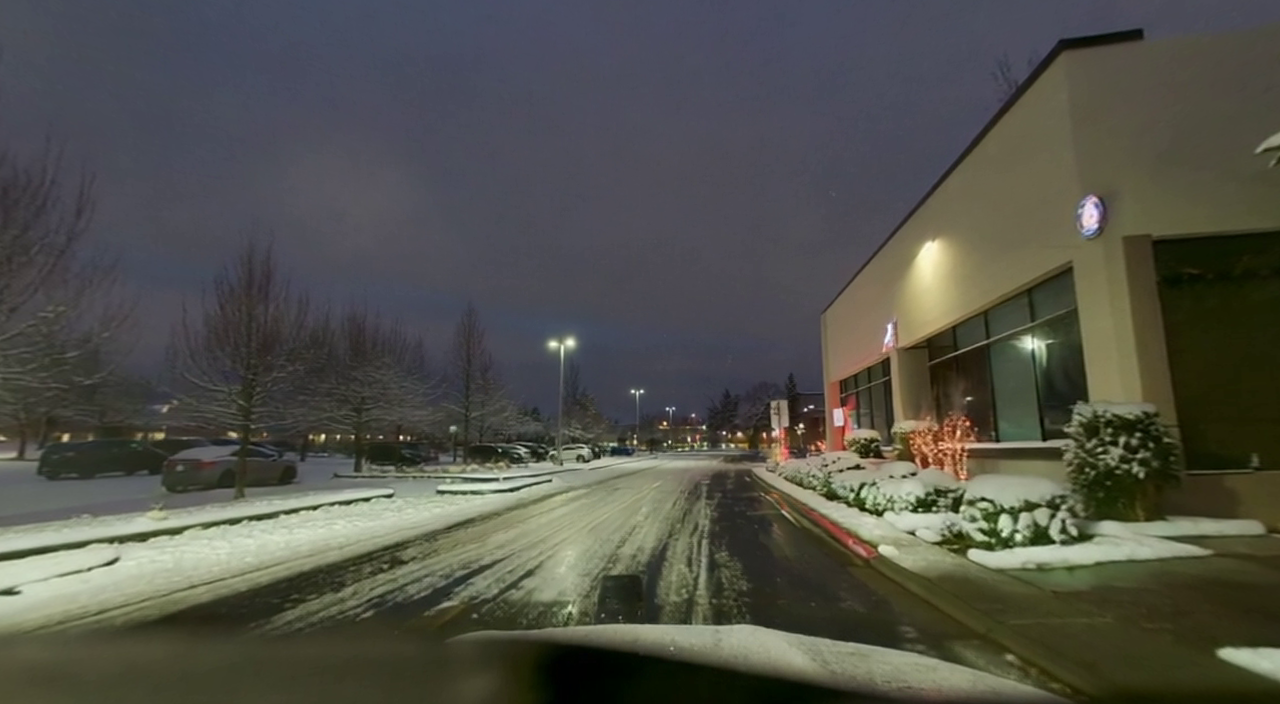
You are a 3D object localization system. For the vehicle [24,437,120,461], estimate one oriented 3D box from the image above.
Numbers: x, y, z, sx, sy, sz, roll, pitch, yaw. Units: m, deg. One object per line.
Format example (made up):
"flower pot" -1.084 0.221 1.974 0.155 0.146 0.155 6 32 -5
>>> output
"vehicle" -36.628 6.301 40.897 1.858 1.449 4.296 -2 -9 10

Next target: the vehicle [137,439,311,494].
"vehicle" -12.307 3.391 19.124 1.847 1.443 4.484 -1 -9 7

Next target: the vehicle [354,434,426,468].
"vehicle" -15.149 6.049 38.589 1.972 1.923 4.535 -1 -9 8
